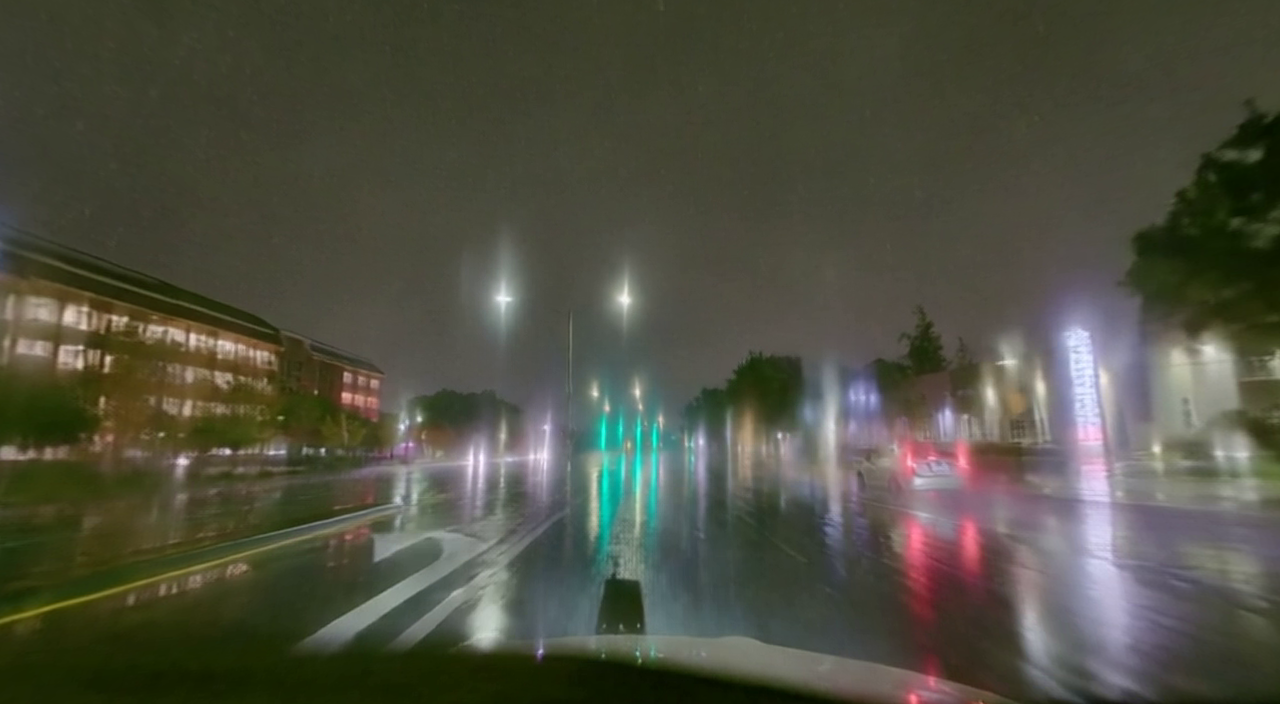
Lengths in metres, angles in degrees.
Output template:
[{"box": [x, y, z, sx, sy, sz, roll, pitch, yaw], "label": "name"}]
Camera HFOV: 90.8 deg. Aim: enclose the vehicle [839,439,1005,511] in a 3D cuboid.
[{"box": [6.771, 2.968, 15.861, 1.913, 1.504, 4.738, 0, -8, -1], "label": "vehicle"}]
